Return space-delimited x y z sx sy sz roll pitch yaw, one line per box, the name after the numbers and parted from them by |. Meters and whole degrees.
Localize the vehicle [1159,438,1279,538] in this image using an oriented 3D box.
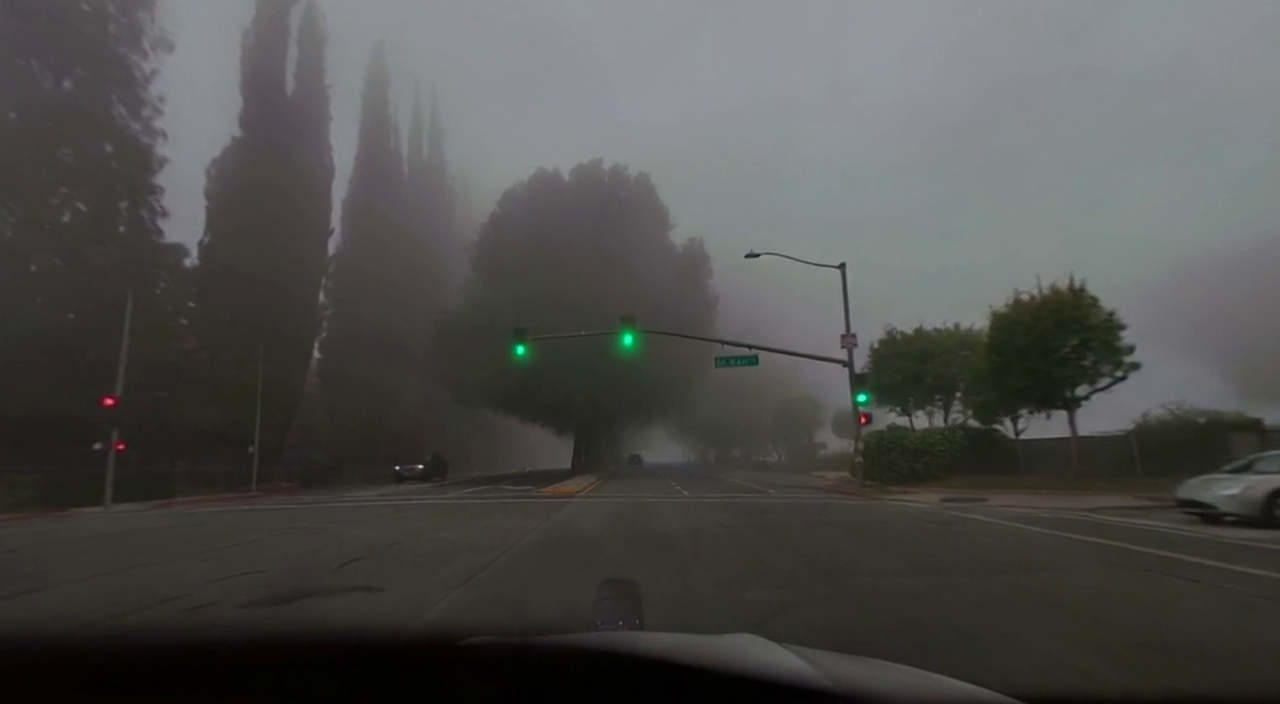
11.975 2.211 10.653 4.611 1.505 2.029 0 -9 -1 | vehicle

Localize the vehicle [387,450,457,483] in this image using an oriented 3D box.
-14.872 7.801 43.498 2.403 2.039 5.887 -1 -9 4 | vehicle
